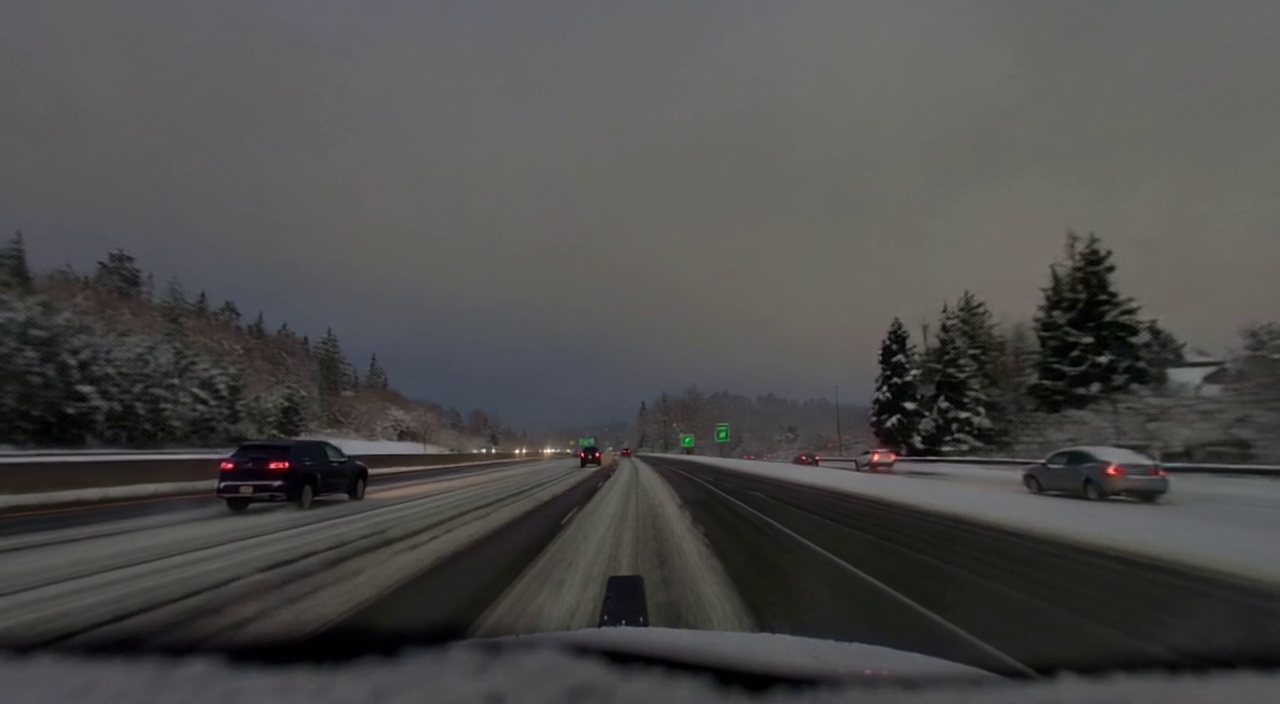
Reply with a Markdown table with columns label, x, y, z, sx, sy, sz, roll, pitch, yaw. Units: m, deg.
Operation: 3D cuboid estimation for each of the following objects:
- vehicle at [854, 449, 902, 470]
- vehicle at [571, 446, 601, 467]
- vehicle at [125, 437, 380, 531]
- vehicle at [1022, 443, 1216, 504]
| label | x | y | z | sx | sy | sz | roll | pitch | yaw |
| --- | --- | --- | --- | --- | --- | --- | --- | --- | --- |
| vehicle | 17.338 | 7.829 | 46.179 | 1.950 | 1.462 | 4.391 | 0 | -8 | 3 |
| vehicle | -4.009 | 7.868 | 47.592 | 1.936 | 1.465 | 4.060 | 0 | -8 | 0 |
| vehicle | -7.130 | 2.448 | 12.393 | 2.038 | 1.463 | 4.656 | 0 | -8 | 0 |
| vehicle | 13.732 | 3.467 | 18.582 | 2.201 | 1.535 | 4.735 | 0 | -8 | 4 |
